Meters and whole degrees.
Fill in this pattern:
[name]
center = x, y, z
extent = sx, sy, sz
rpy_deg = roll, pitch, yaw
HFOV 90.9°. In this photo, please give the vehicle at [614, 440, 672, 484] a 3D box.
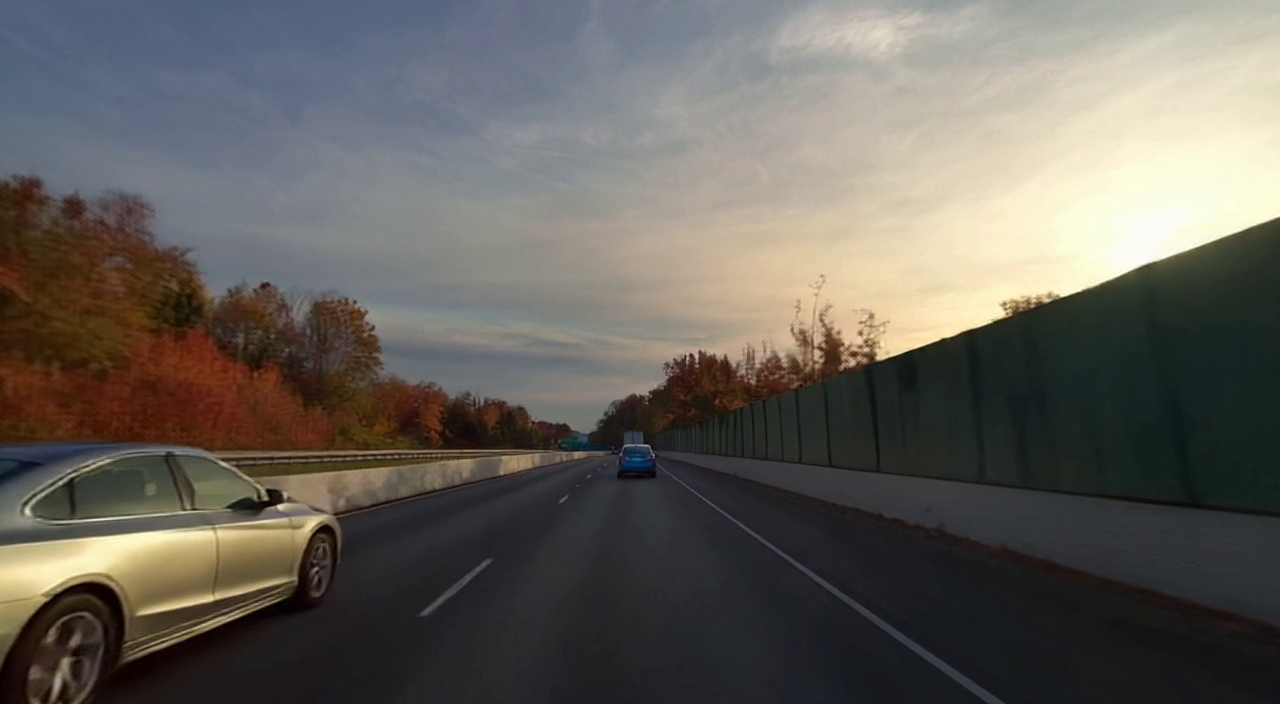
[vehicle]
center = 0.053, 4.175, 24.288
extent = 2.057, 1.516, 4.065
rpy_deg = 0, -8, -2
